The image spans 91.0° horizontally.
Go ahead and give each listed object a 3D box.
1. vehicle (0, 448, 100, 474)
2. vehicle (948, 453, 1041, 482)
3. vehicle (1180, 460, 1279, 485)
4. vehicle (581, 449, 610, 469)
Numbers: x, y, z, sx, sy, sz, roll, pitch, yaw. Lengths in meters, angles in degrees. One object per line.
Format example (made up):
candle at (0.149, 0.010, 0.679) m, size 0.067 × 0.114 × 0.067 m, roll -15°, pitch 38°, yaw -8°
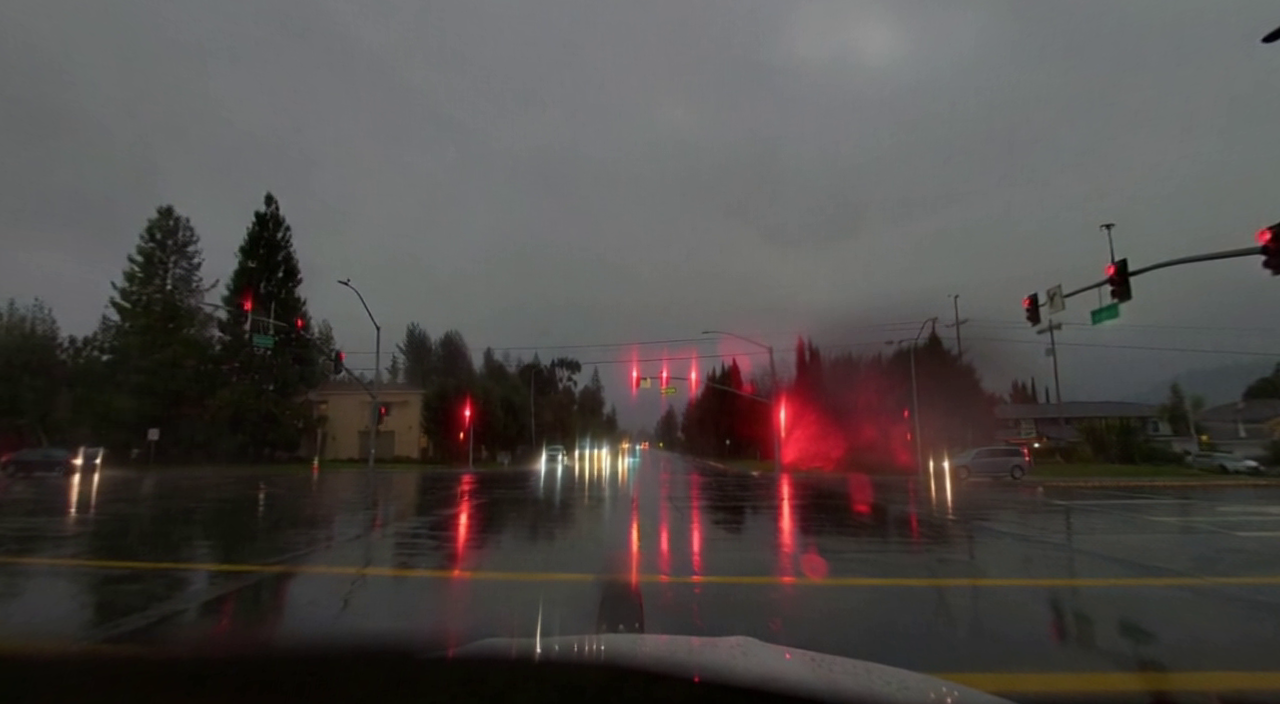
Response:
vehicle at (-35.140, 6.430, 37.189) m, size 4.741 × 1.447 × 1.807 m, roll 0°, pitch -9°, yaw 0°
vehicle at (21.100, 6.872, 37.586) m, size 4.447 × 1.623 × 1.801 m, roll 0°, pitch -9°, yaw -3°
vehicle at (36.230, 7.309, 38.301) m, size 4.976 × 1.428 × 1.929 m, roll 0°, pitch -8°, yaw -2°
vehicle at (-3.455, 8.390, 49.406) m, size 1.908 × 1.441 × 4.142 m, roll 0°, pitch -8°, yaw 1°
